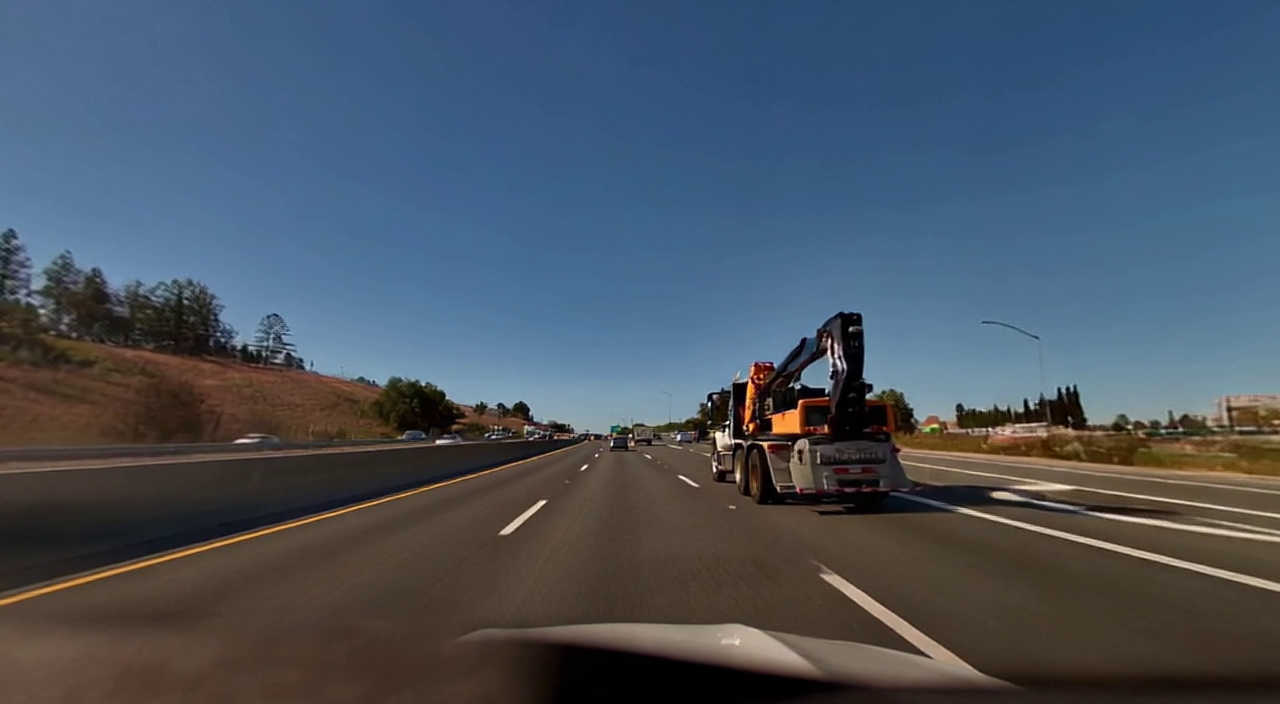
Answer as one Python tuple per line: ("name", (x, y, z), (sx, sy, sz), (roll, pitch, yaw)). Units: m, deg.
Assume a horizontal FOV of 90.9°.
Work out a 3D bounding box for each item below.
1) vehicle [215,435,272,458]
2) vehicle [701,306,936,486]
("vehicle", (-26.592, 6.336, 42.386), (1.708, 1.442, 3.465), (1, -8, -3))
("vehicle", (3.553, 1.294, 15.203), (2.833, 3.180, 8.004), (1, -8, -4))
